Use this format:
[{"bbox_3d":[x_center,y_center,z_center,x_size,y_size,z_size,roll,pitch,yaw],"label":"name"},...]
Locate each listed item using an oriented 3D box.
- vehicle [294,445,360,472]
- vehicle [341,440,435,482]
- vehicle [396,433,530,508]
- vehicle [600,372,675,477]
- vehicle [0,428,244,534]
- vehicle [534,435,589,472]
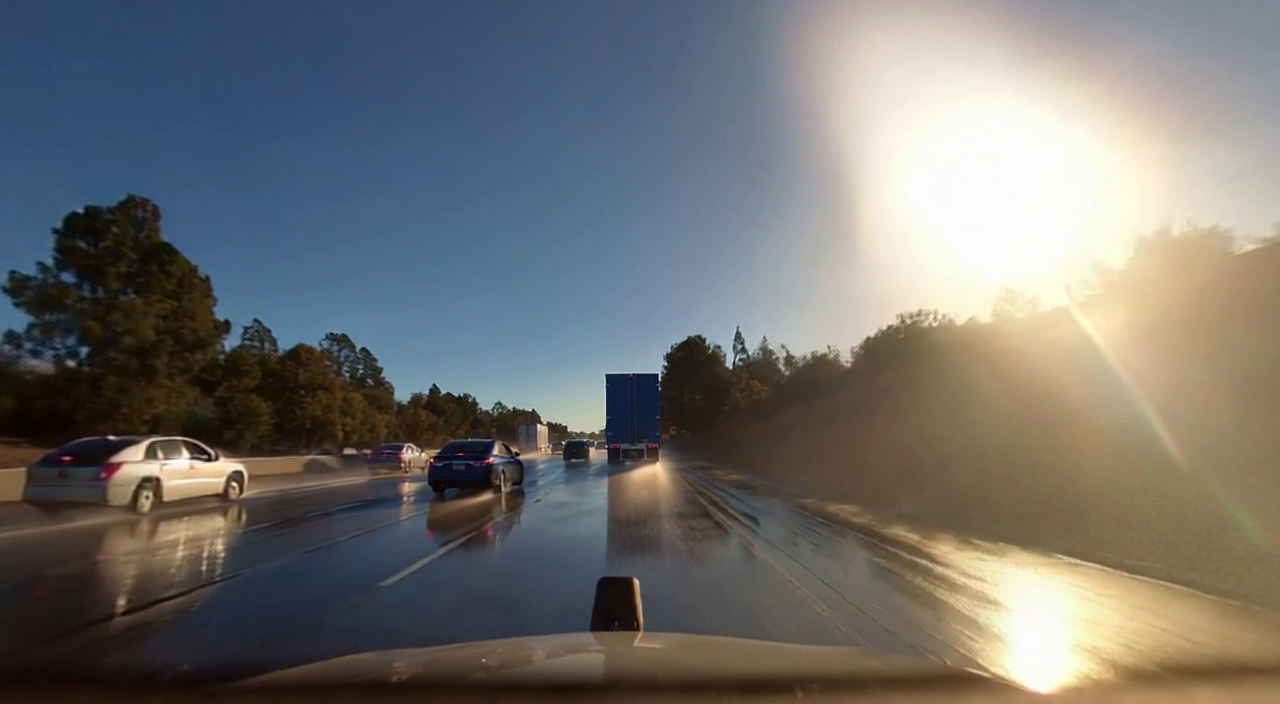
[{"bbox_3d":[-18.026,6.115,36.471,1.726,1.443,4.296,0,-8,-1],"label":"vehicle"},{"bbox_3d":[-9.678,4.200,24.566,1.863,1.474,4.278,0,-8,0],"label":"vehicle"},{"bbox_3d":[-4.185,2.854,15.650,2.164,1.582,3.979,0,-8,0],"label":"vehicle"},{"bbox_3d":[-0.299,3.614,30.181,2.913,4.113,10.724,0,-8,-2],"label":"vehicle"},{"bbox_3d":[-9.640,2.252,11.611,1.952,1.590,4.090,0,-8,0],"label":"vehicle"},{"bbox_3d":[-3.839,5.038,31.377,2.158,1.680,4.087,0,-8,1],"label":"vehicle"}]
